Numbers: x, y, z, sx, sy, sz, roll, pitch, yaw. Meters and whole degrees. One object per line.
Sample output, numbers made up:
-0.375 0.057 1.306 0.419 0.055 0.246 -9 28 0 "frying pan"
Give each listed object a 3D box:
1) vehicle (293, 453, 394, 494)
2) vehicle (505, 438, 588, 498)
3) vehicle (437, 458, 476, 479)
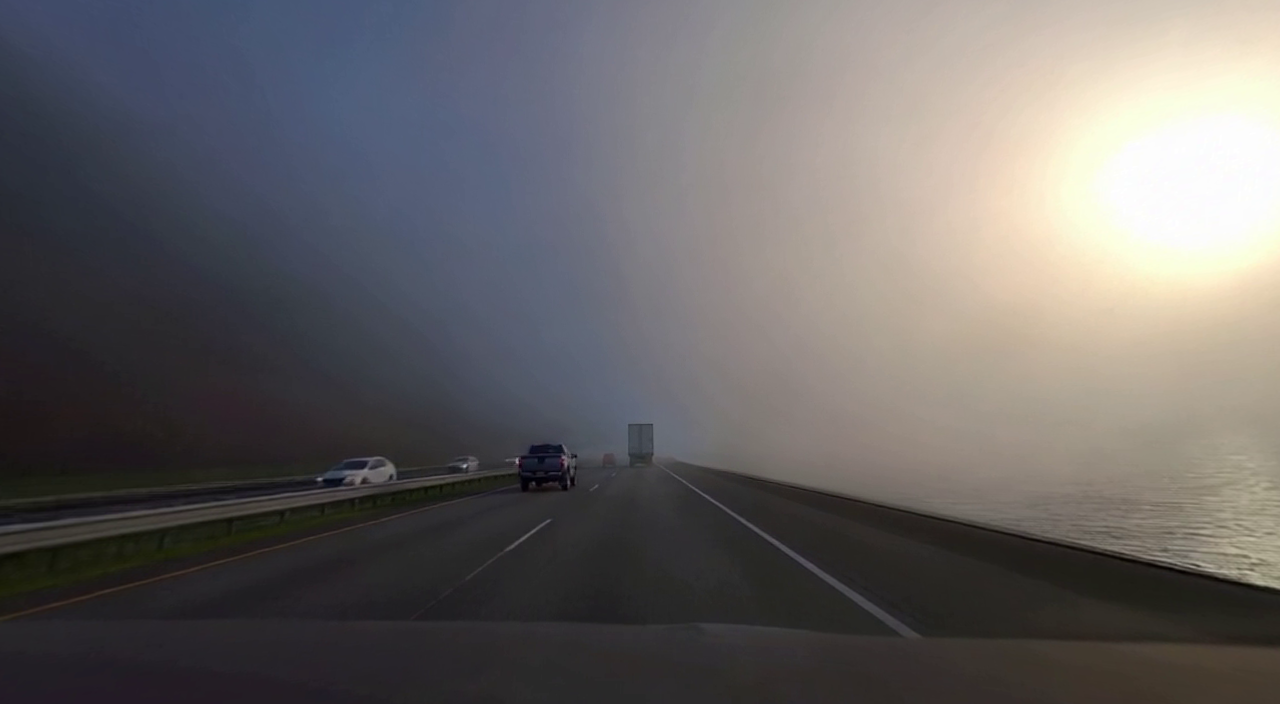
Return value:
-12.425 5.103 26.854 1.974 1.568 4.690 0 -9 0 "vehicle"
-3.131 4.020 22.161 2.079 1.845 4.654 0 -9 2 "vehicle"
-14.148 9.010 48.941 1.831 1.456 4.444 0 -9 -2 "vehicle"
